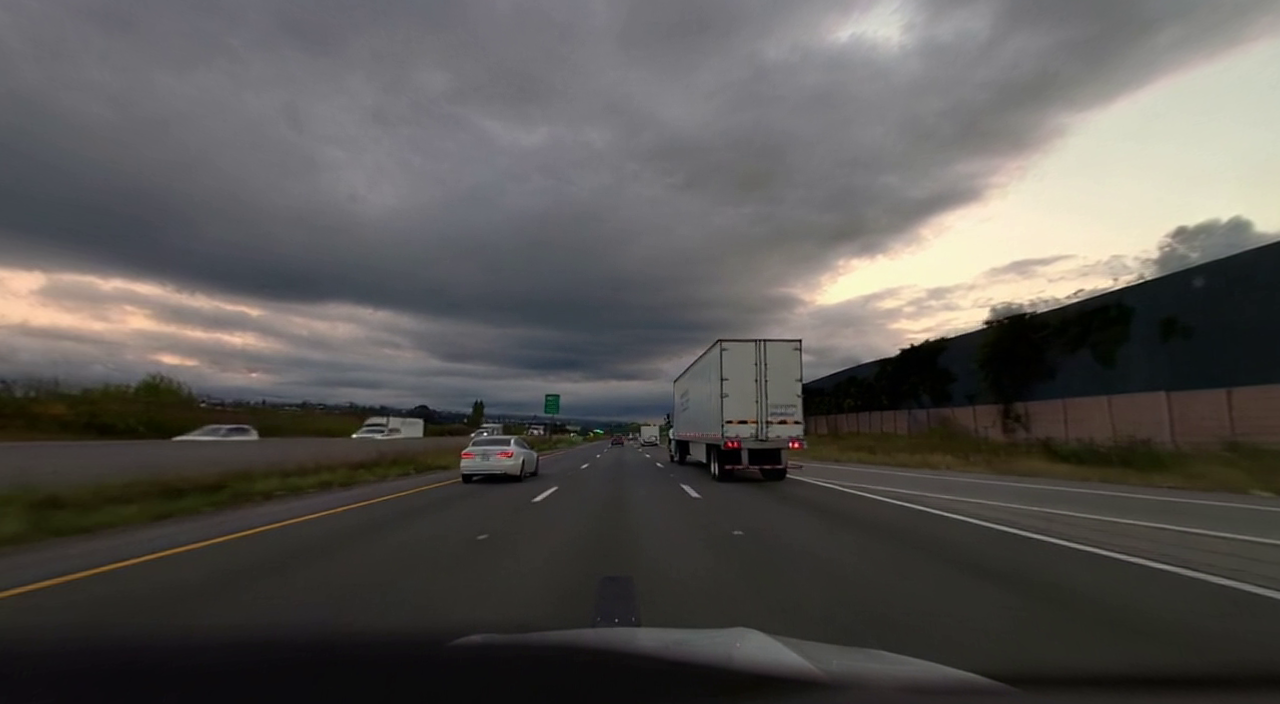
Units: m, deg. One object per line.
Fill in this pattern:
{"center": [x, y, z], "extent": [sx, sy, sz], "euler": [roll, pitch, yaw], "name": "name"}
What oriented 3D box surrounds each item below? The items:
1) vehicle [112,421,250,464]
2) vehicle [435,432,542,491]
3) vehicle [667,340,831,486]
{"center": [-16.588, 3.286, 23.082], "extent": [1.806, 1.429, 4.397], "euler": [0, -8, -1], "name": "vehicle"}
{"center": [-4.074, 2.994, 17.769], "extent": [1.971, 1.444, 4.401], "euler": [0, -8, -1], "name": "vehicle"}
{"center": [3.303, 2.598, 24.606], "extent": [3.241, 4.042, 14.292], "euler": [0, -8, -3], "name": "vehicle"}
